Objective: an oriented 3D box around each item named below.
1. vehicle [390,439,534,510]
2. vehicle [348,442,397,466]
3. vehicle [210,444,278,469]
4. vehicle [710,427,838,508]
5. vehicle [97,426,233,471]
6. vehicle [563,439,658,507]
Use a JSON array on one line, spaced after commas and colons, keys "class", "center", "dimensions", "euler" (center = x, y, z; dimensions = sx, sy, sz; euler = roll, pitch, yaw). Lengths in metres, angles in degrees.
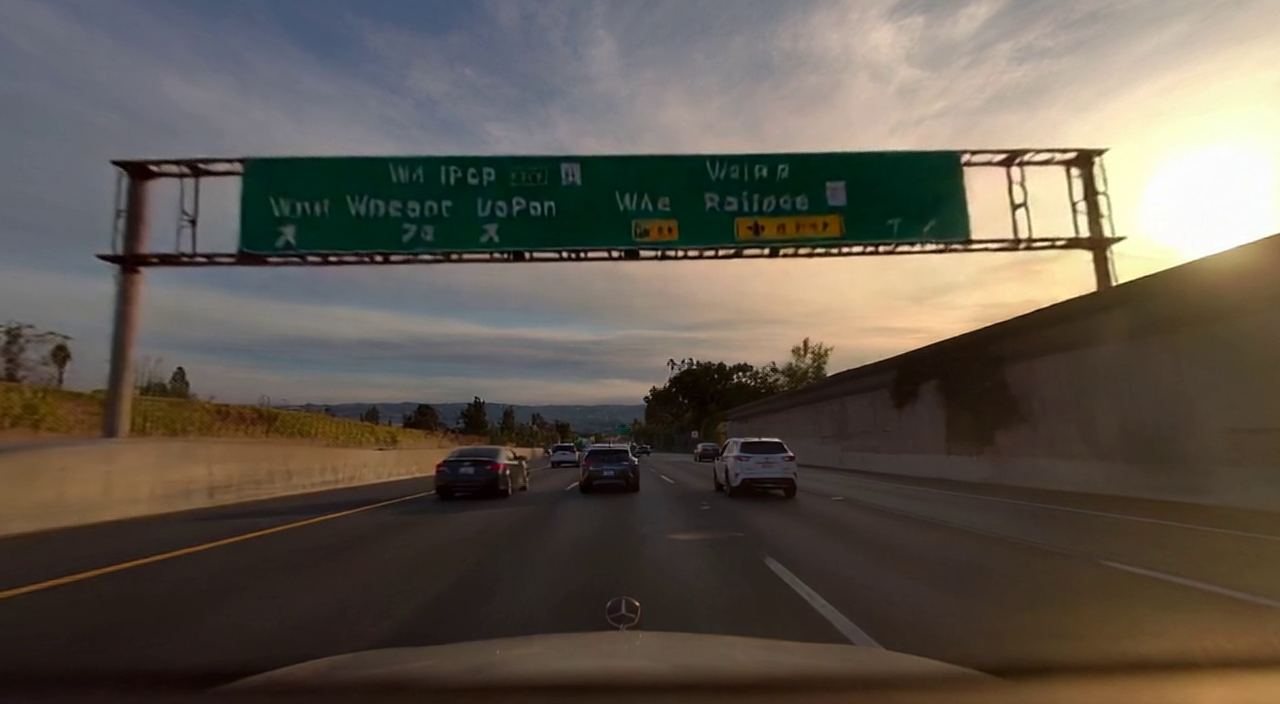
[{"class": "vehicle", "center": [-4.331, 3.070, 16.491], "dimensions": [2.214, 1.512, 5.389], "euler": [0, -9, 0]}, {"class": "vehicle", "center": [-20.027, 7.632, 47.519], "dimensions": [1.942, 1.713, 4.195], "euler": [0, -9, -2]}, {"class": "vehicle", "center": [-26.861, 7.098, 43.067], "dimensions": [1.847, 1.607, 4.463], "euler": [0, -9, -2]}, {"class": "vehicle", "center": [3.263, 2.936, 16.552], "dimensions": [2.162, 1.800, 4.693], "euler": [0, -9, -2]}, {"class": "vehicle", "center": [-33.724, 6.949, 45.535], "dimensions": [2.827, 2.862, 9.463], "euler": [0, -9, -3]}, {"class": "vehicle", "center": [-0.694, 2.965, 15.981], "dimensions": [2.098, 1.475, 3.997], "euler": [0, -9, -1]}]
